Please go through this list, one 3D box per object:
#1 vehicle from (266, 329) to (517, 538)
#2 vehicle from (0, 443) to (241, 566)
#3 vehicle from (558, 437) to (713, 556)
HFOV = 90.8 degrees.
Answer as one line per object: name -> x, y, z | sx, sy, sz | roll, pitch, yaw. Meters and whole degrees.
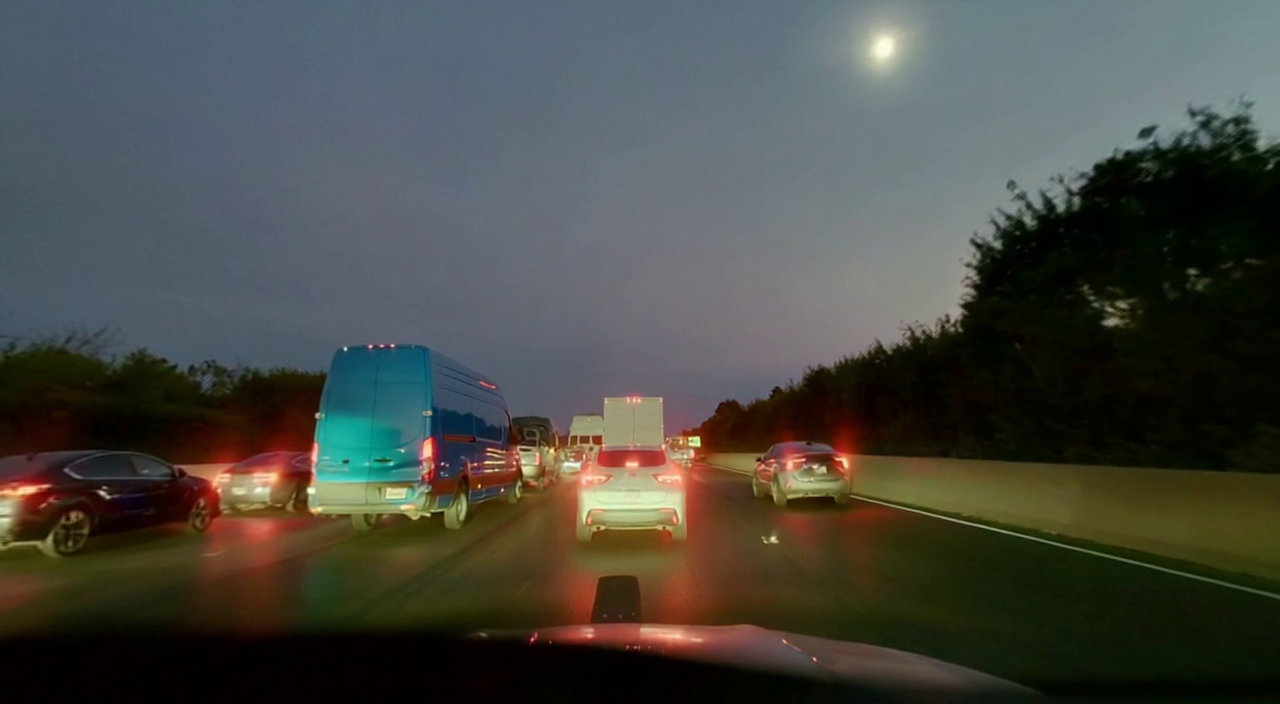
vehicle -> -4.069, 1.610, 12.120 | 2.254, 2.879, 6.656 | 0, -9, -2
vehicle -> -8.832, 2.251, 10.123 | 1.899, 1.503, 4.466 | -1, -9, 1
vehicle -> -0.091, 2.127, 9.862 | 1.995, 1.495, 3.380 | 0, -9, -1
